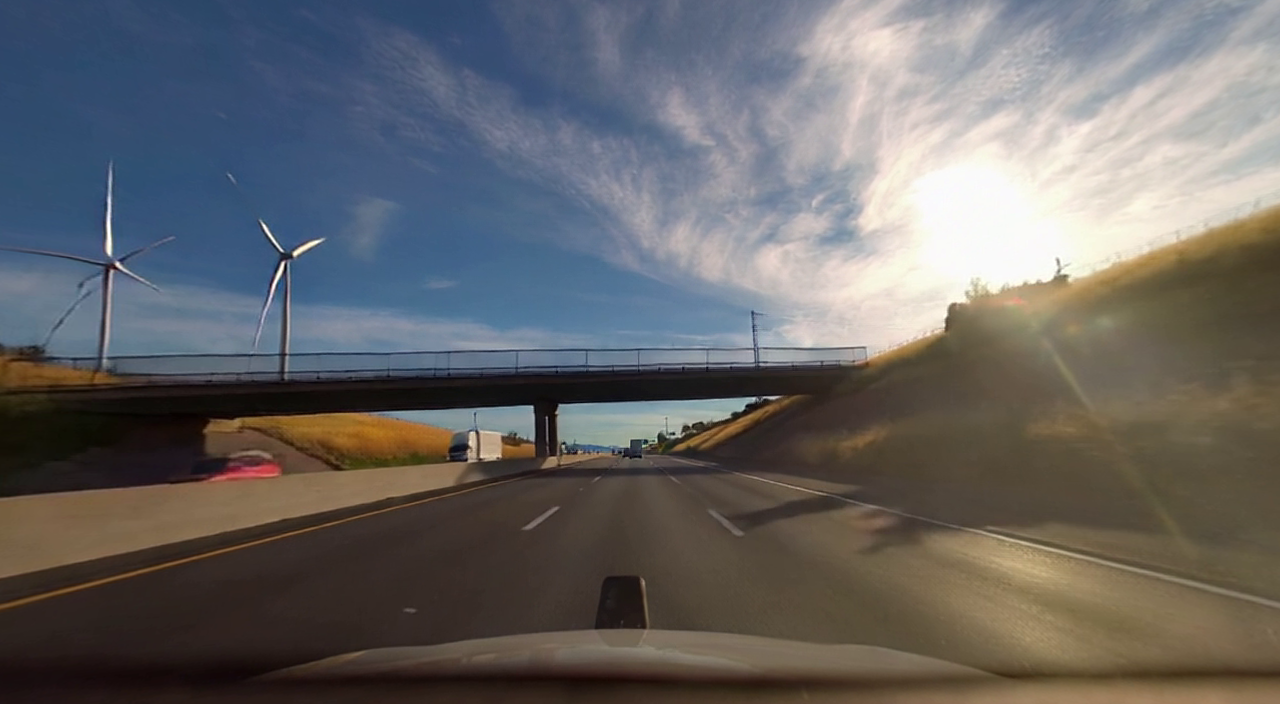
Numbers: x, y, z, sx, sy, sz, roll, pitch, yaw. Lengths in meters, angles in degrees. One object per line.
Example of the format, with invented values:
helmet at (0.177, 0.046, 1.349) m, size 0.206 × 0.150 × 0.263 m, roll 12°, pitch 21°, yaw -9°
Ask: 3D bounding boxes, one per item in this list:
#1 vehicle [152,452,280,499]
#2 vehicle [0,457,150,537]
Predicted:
vehicle at (-15.895, 4.610, 23.970) m, size 1.912 × 1.565 × 4.242 m, roll 0°, pitch -9°, yaw 0°
vehicle at (-12.237, 2.808, 12.613) m, size 1.839 × 1.359 × 3.813 m, roll 0°, pitch -9°, yaw -1°
